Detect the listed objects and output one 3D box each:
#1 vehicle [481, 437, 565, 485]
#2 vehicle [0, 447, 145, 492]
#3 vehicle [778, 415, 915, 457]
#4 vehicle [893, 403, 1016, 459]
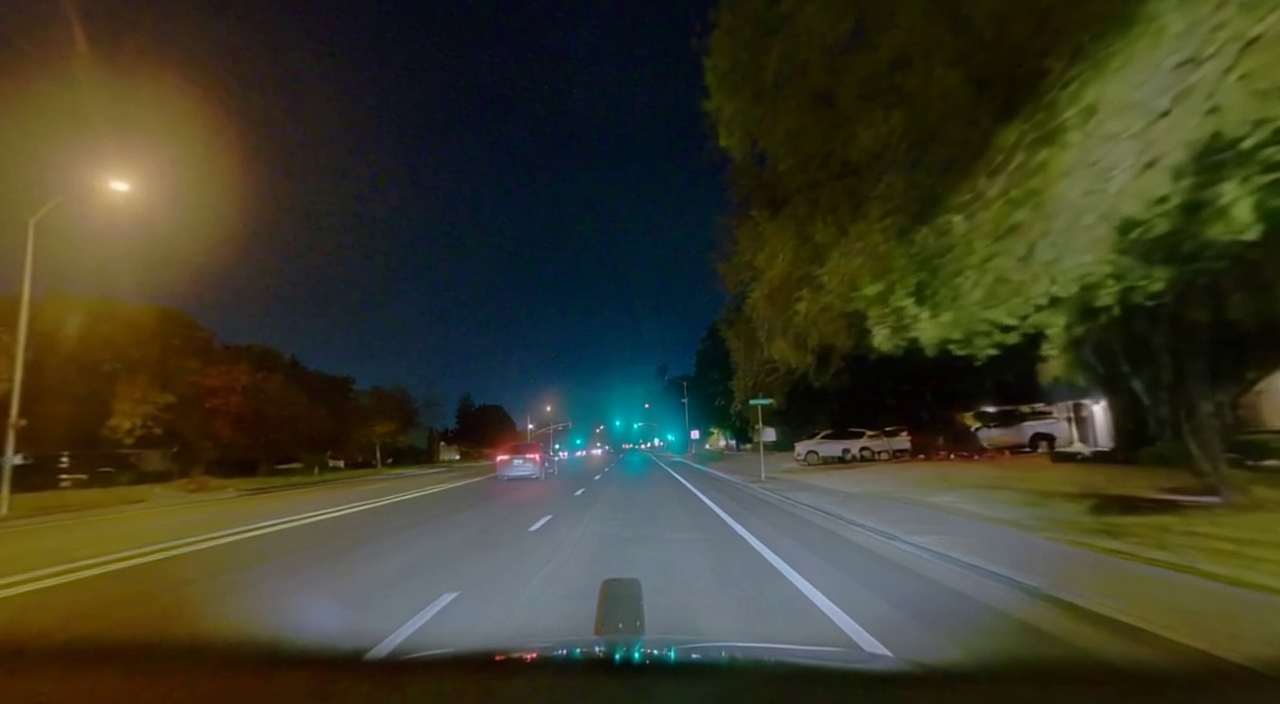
[{"bbox_3d":[-3.882,3.692,21.711,2.030,1.467,4.251,0,-8,0],"label":"vehicle"},{"bbox_3d":[-24.351,4.929,26.727,4.922,1.766,1.998,0,-8,-4],"label":"vehicle"},{"bbox_3d":[10.368,4.275,32.172,6.098,2.021,2.524,0,-8,1],"label":"vehicle"},{"bbox_3d":[10.670,2.790,21.876,1.908,1.703,4.511,0,-9,0],"label":"vehicle"}]
